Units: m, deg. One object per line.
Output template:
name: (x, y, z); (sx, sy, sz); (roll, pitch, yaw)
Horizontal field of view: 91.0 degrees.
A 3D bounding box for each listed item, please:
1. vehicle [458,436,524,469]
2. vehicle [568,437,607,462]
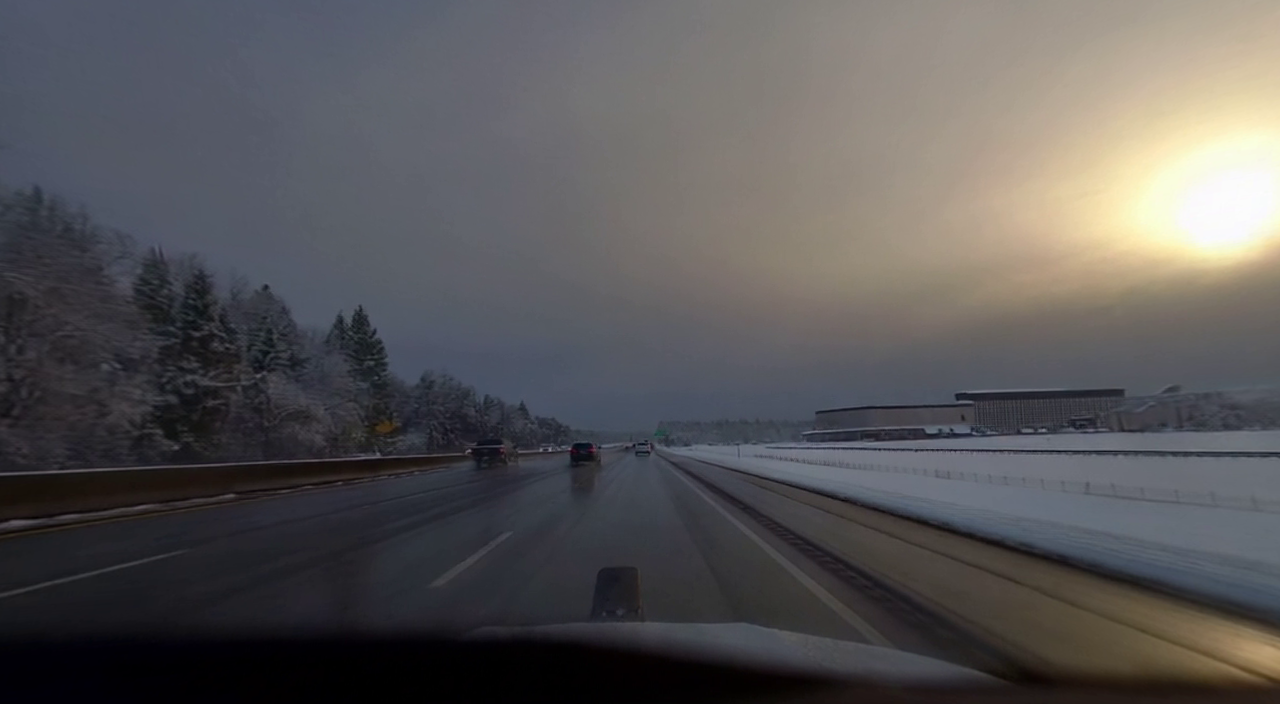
vehicle: (-7.304, 4.986, 31.438); (2.034, 1.523, 4.627); (0, -8, 2)
vehicle: (-3.429, 6.508, 42.076); (2.083, 1.588, 4.801); (0, -8, 1)
